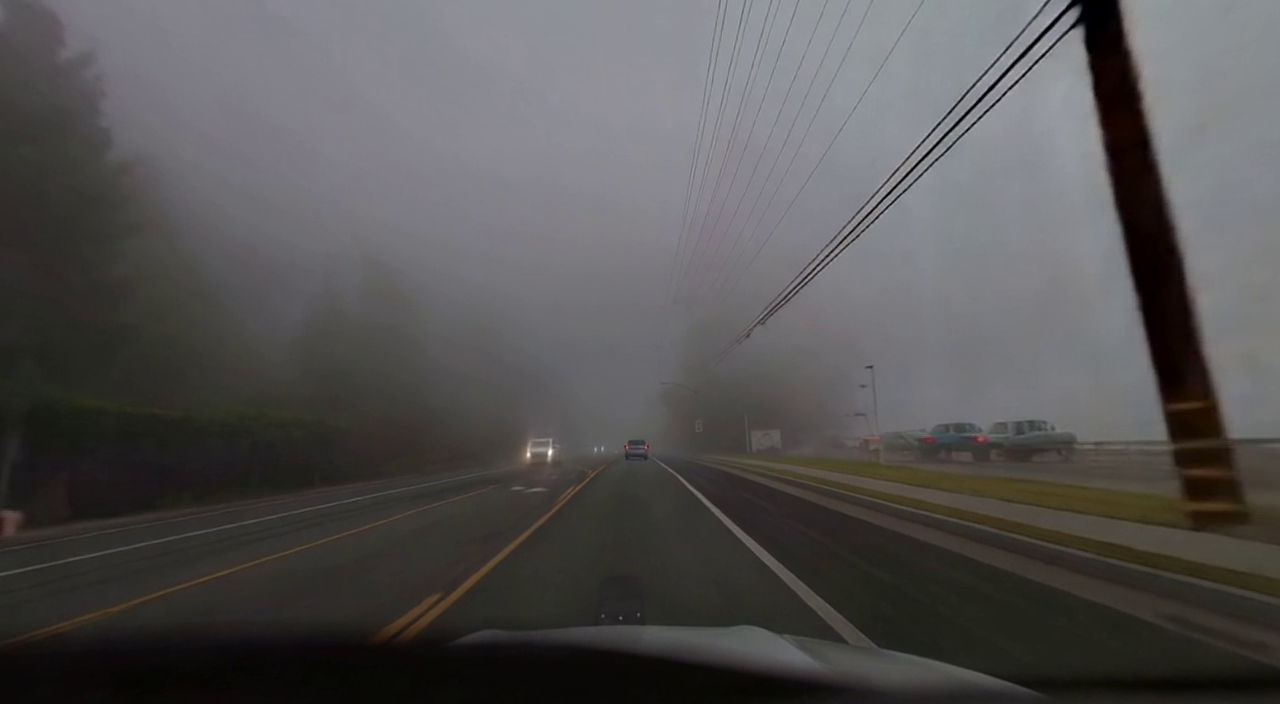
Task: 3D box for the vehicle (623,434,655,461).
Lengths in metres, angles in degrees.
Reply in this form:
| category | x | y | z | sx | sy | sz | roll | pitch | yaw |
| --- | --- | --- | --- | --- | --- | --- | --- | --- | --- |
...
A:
| category | x | y | z | sx | sy | sz | roll | pitch | yaw |
| --- | --- | --- | --- | --- | --- | --- | --- | --- | --- |
| vehicle | -0.068 | 6.735 | 44.653 | 2.163 | 1.746 | 4.073 | -1 | -8 | 0 |

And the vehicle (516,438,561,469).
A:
| category | x | y | z | sx | sy | sz | roll | pitch | yaw |
| --- | --- | --- | --- | --- | --- | --- | --- | --- | --- |
| vehicle | -6.058 | 6.094 | 38.195 | 1.960 | 1.704 | 4.229 | -1 | -8 | 0 |
